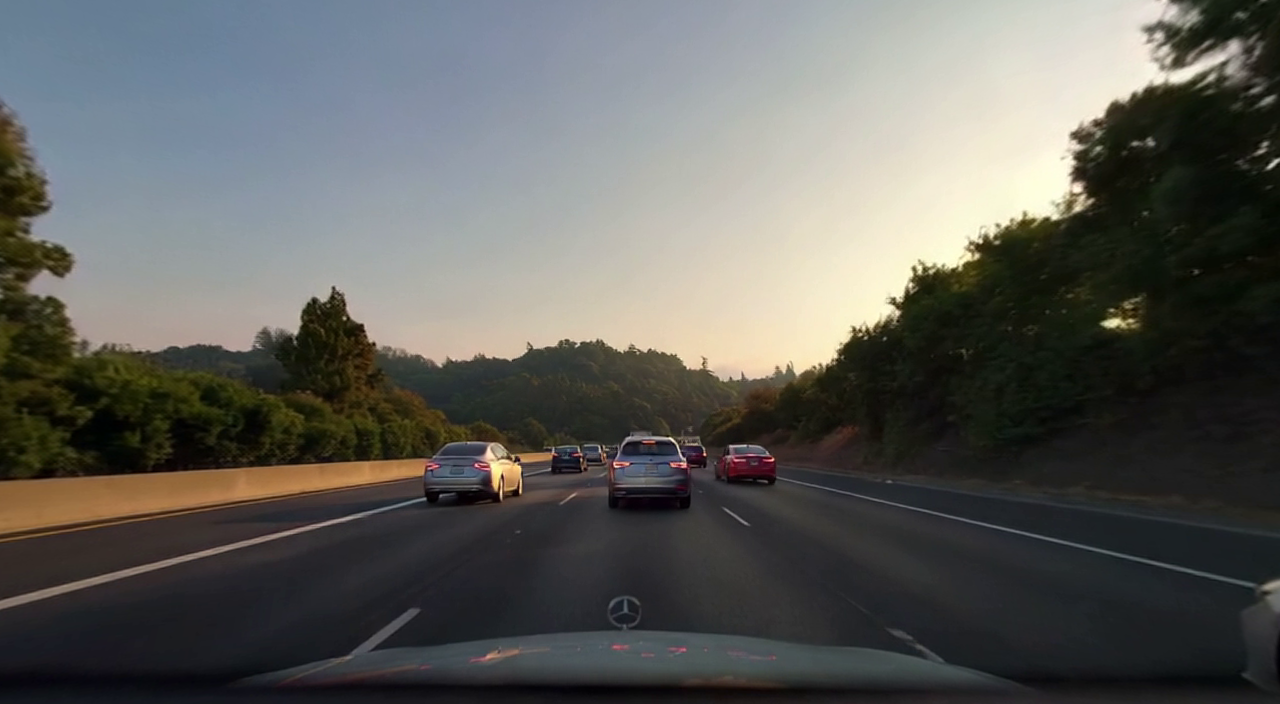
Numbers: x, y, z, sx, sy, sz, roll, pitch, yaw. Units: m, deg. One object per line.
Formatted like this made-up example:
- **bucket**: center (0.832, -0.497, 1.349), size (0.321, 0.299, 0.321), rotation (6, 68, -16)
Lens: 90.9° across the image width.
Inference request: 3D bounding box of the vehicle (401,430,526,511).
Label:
- **vehicle**: center (-4.115, 2.824, 15.416), size (1.890, 1.708, 3.844), rotation (0, -9, 0)

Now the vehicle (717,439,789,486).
- **vehicle**: center (4.097, 4.056, 23.409), size (1.905, 1.590, 3.746), rotation (0, -9, -1)

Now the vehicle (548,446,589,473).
- **vehicle**: center (-4.094, 6.228, 36.779), size (1.910, 1.468, 3.781), rotation (0, -9, 1)

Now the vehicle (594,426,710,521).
- **vehicle**: center (0.211, 2.506, 13.365), size (2.093, 1.695, 3.782), rotation (0, -9, 0)
